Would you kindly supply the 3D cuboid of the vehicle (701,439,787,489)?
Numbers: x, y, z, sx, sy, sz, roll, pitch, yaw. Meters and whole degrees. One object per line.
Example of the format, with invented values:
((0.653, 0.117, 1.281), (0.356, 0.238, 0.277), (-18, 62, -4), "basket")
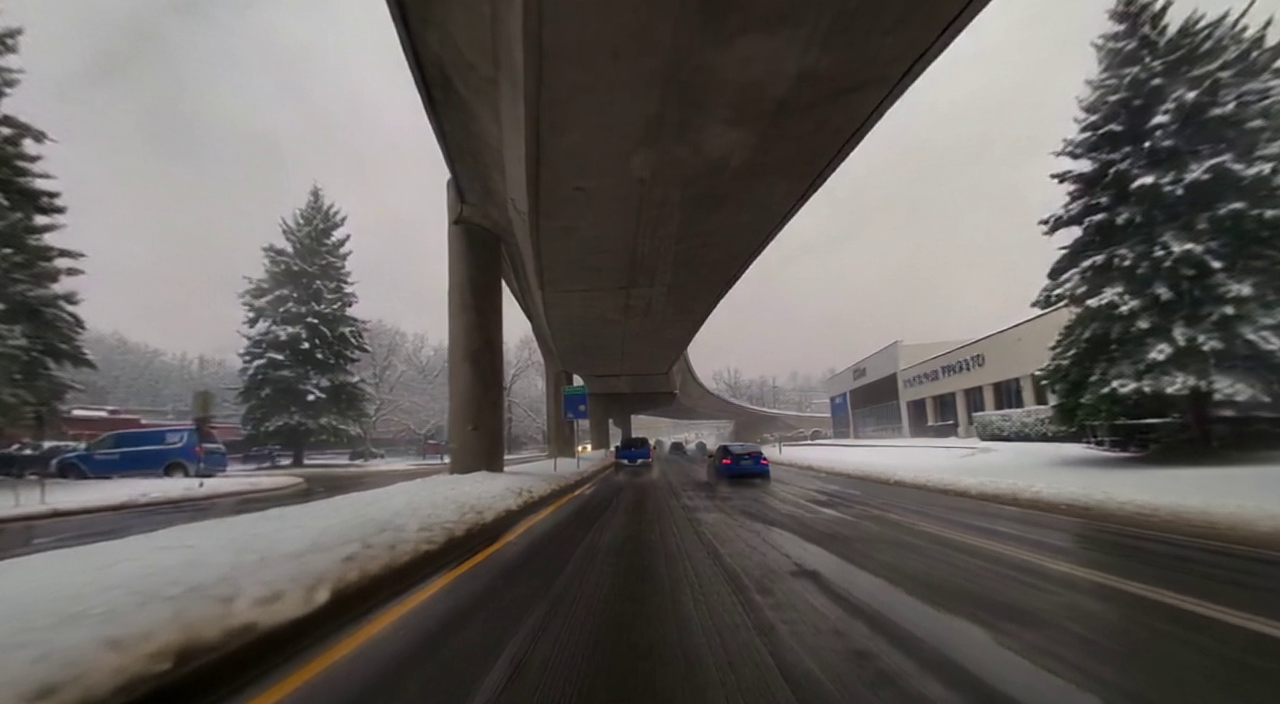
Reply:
((3.317, 3.656, 20.997), (1.954, 1.479, 4.557), (0, -8, -2), "vehicle")

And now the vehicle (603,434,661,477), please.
((-0.351, 4.709, 28.956), (2.441, 1.813, 4.581), (0, -8, 0), "vehicle")

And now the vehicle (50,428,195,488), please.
((-24.403, 4.992, 29.942), (4.412, 2.662, 2.544), (1, -8, -9), "vehicle")
